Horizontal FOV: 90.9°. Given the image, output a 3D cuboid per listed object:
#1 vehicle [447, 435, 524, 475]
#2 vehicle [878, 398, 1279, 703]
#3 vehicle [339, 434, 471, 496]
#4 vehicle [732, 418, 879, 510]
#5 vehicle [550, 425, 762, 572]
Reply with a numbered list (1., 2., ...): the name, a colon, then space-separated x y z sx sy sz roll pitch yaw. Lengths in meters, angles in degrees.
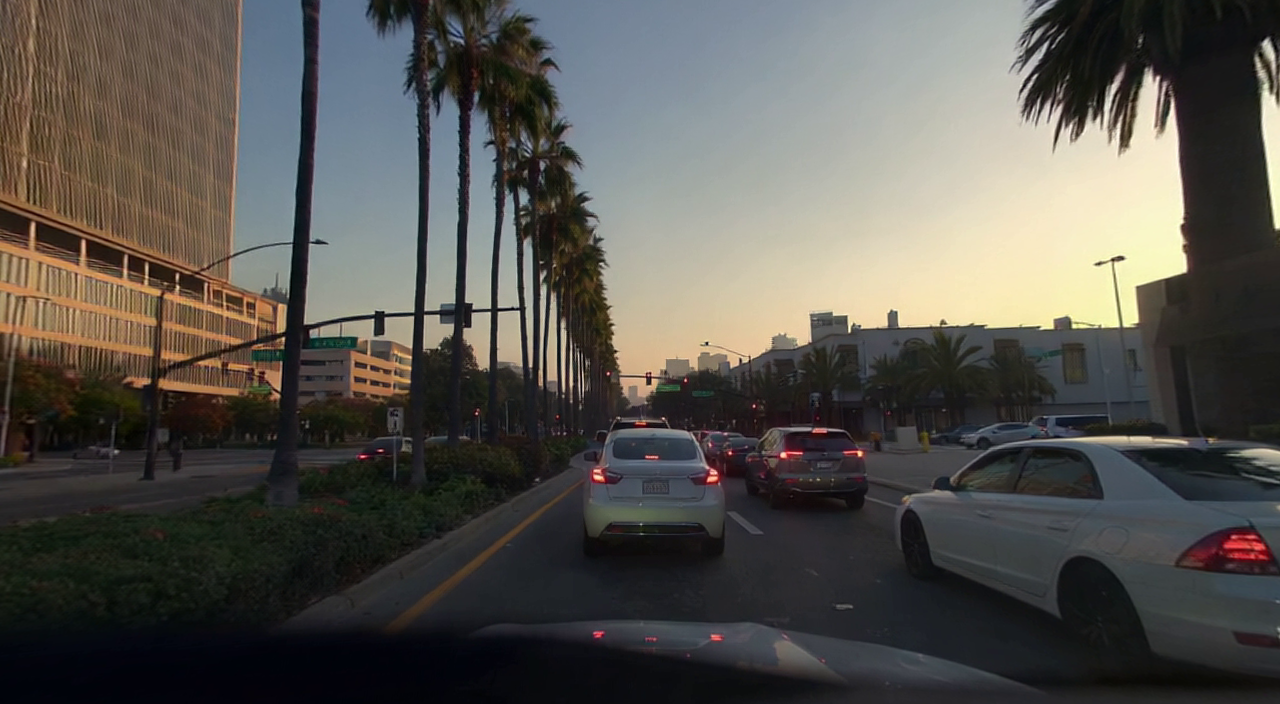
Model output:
1. vehicle: -6.049 4.087 25.212 1.822 1.456 4.396 -1 -8 2
2. vehicle: 3.544 1.222 4.470 1.910 1.490 4.661 0 -8 1
3. vehicle: -6.251 3.050 17.382 1.900 1.487 4.165 0 -8 2
4. vehicle: 3.497 2.469 14.305 2.169 1.751 4.276 0 -8 0
5. vehicle: 0.178 1.785 8.460 2.140 1.474 4.026 0 -8 0
